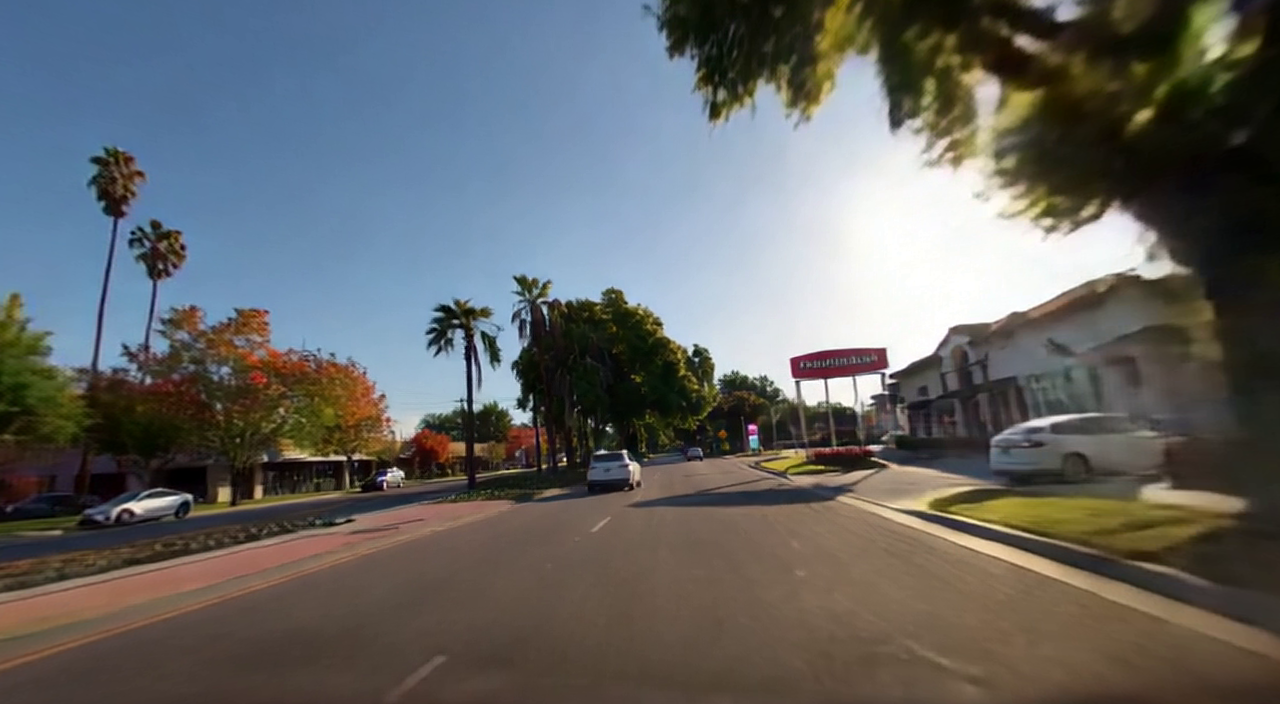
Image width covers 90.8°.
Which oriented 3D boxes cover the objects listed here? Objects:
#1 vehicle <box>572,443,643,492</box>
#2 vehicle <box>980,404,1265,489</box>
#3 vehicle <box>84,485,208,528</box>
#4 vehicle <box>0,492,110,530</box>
[{"bbox_3d":[-1.174,4.533,25.166,2.147,1.745,4.648,-1,-9,5],"label":"vehicle"},{"bbox_3d":[10.696,2.175,14.447,4.577,1.750,2.115,-2,-9,8],"label":"vehicle"},{"bbox_3d":[-22.673,7.087,29.280,1.929,1.552,4.488,-1,-9,3],"label":"vehicle"},{"bbox_3d":[-33.269,8.963,35.702,4.710,1.897,2.146,-1,-9,3],"label":"vehicle"}]
